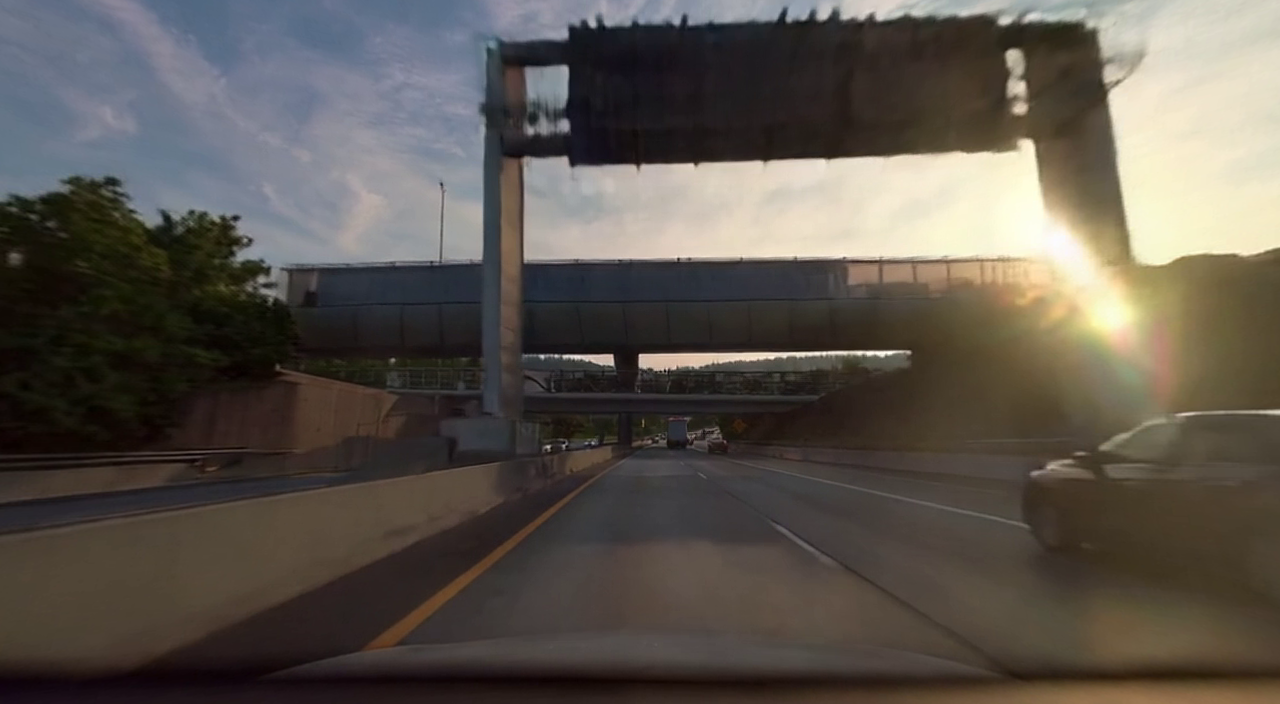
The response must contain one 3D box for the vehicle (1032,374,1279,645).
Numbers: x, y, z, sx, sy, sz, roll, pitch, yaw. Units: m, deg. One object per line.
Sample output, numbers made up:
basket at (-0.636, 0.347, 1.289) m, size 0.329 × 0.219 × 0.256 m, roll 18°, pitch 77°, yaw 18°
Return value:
vehicle at (4.677, 0.932, 3.767) m, size 1.954 × 1.550 × 4.140 m, roll 0°, pitch -8°, yaw 0°
